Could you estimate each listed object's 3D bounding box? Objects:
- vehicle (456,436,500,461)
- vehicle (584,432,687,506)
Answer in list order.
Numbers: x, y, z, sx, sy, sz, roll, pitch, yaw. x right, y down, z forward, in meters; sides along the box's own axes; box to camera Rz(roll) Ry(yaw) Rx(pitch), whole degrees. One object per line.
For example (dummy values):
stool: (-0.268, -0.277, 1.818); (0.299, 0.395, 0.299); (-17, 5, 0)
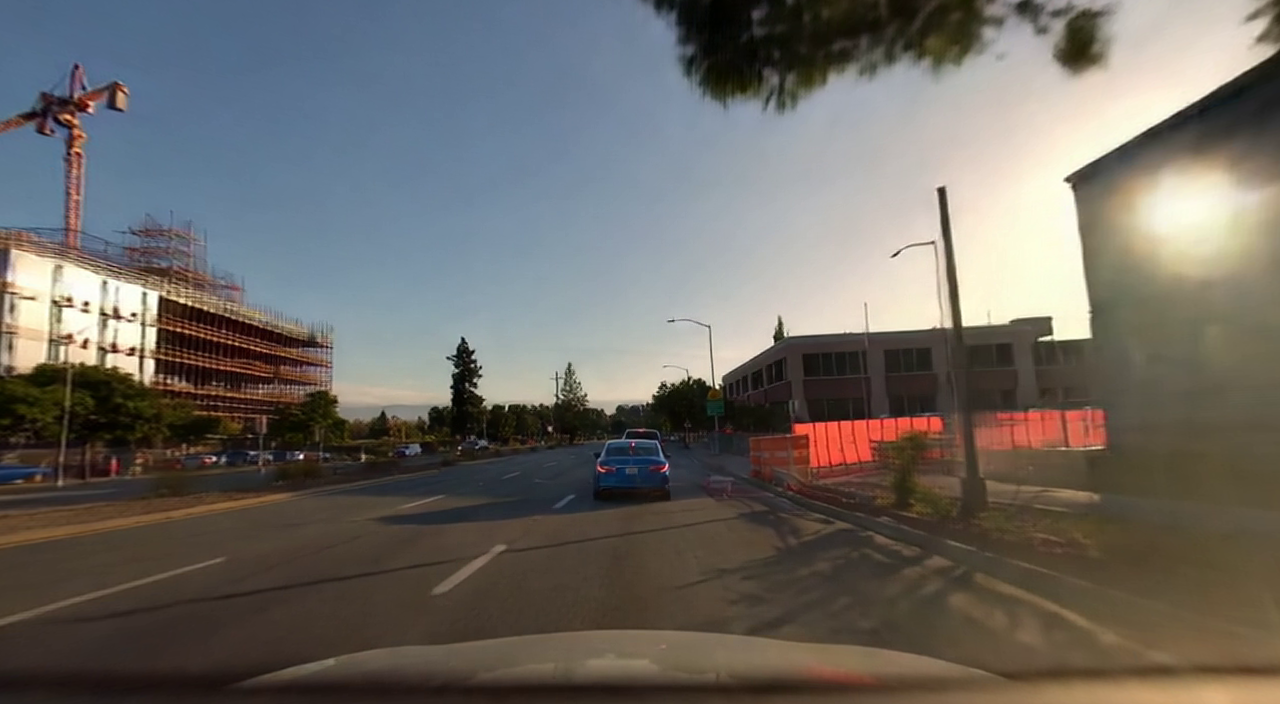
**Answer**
vehicle: (-10.297, 6.101, 39.793); (2.072, 1.465, 4.394); (3, -9, -22)
vehicle: (-0.095, 2.690, 14.943); (2.112, 1.482, 4.076); (0, -8, 0)
